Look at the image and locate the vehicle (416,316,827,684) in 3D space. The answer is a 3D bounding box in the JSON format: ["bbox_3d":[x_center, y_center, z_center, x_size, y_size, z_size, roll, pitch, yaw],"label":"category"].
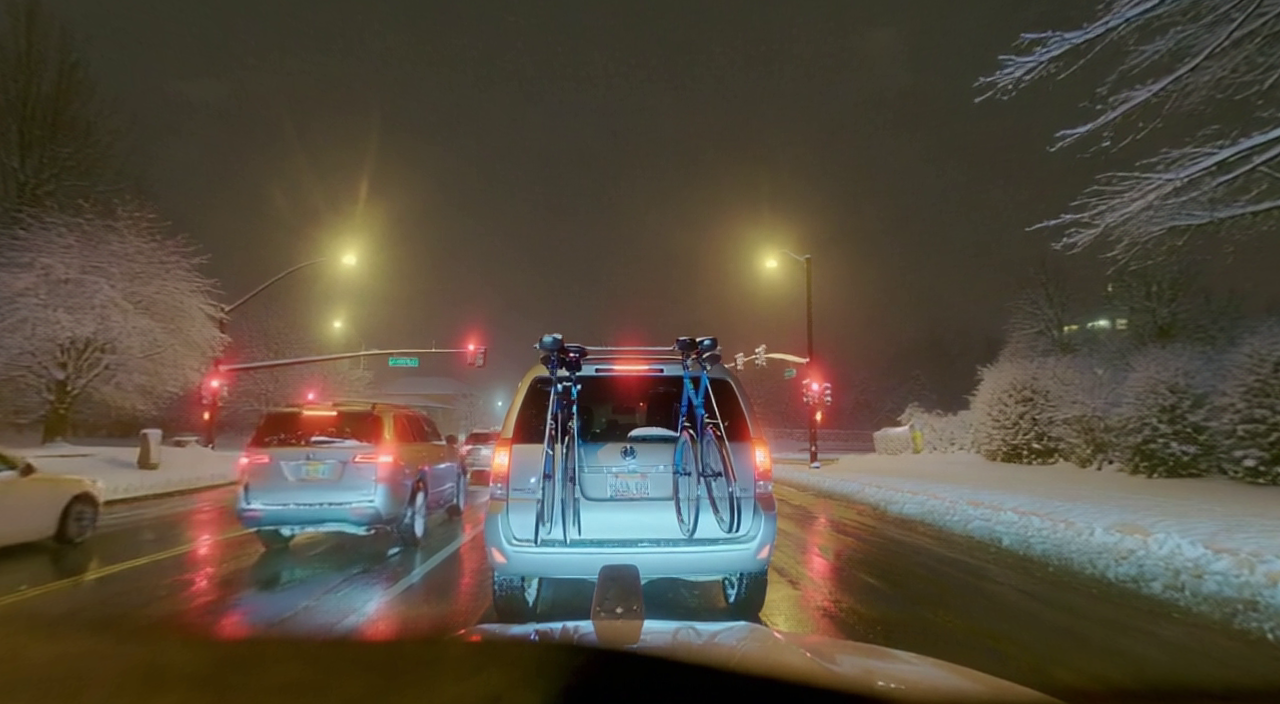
[{"bbox_3d":[-0.230,1.160,5.998,2.333,2.087,4.586,0,-8,-4],"label":"vehicle"}]

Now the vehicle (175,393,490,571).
[{"bbox_3d":[-3.888,1.772,9.457,2.337,1.858,5.409,1,-8,-5],"label":"vehicle"}]

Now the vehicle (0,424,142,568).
[{"bbox_3d":[-7.785,1.461,6.252,2.024,1.511,4.550,0,-8,-1],"label":"vehicle"}]
